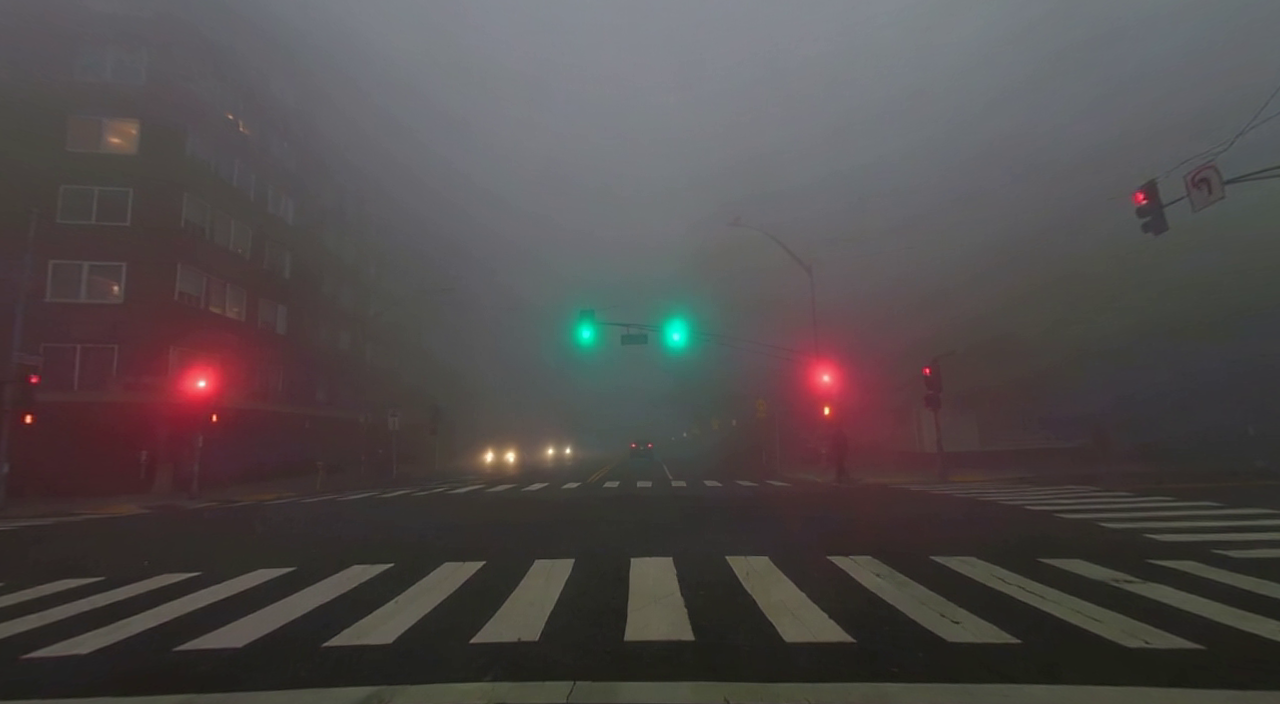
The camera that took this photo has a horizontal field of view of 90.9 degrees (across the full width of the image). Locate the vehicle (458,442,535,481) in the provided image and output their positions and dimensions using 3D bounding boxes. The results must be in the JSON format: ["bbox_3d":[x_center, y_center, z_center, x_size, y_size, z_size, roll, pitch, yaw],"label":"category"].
[{"bbox_3d":[-5.883,4.547,26.485,2.127,1.473,4.428,0,-8,1],"label":"vehicle"}]
